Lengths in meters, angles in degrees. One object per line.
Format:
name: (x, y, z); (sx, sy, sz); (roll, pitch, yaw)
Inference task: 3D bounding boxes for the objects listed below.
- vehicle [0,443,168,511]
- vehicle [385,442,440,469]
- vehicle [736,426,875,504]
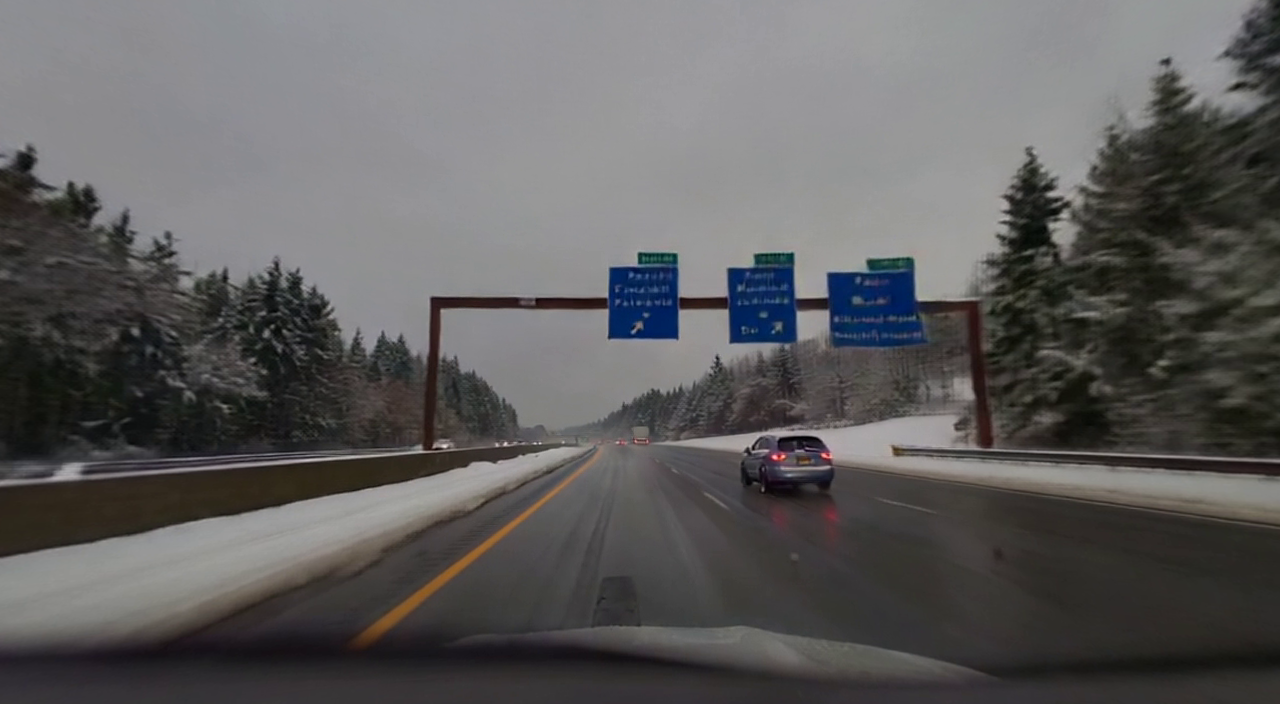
vehicle: (-16.607, 3.554, 18.549); (1.893, 1.670, 4.671); (0, -8, -2)
vehicle: (-14.101, 6.421, 39.301); (1.922, 1.530, 4.422); (0, -8, -2)
vehicle: (3.639, 2.550, 14.744); (1.958, 1.526, 4.227); (0, -8, -2)
